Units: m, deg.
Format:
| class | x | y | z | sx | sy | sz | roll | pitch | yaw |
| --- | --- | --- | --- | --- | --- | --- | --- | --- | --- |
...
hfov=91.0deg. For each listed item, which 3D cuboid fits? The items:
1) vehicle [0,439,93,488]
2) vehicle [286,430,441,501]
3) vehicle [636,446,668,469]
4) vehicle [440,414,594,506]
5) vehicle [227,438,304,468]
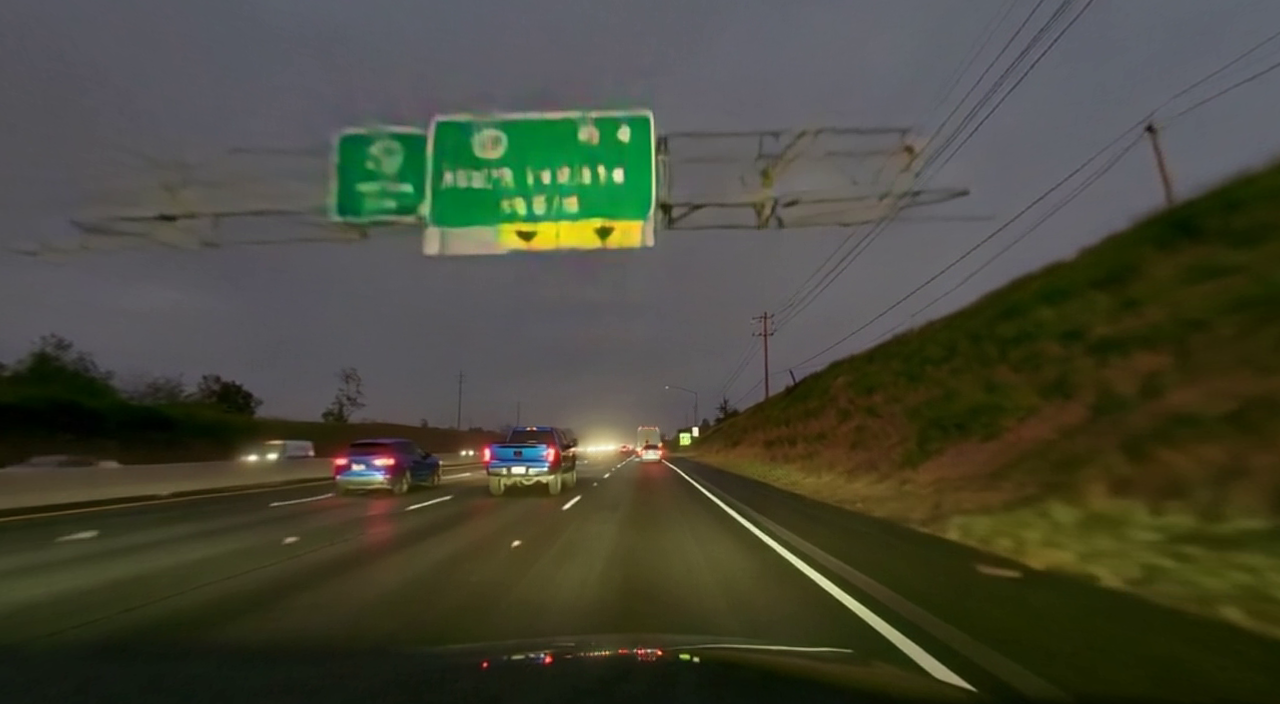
| class | x | y | z | sx | sy | sz | roll | pitch | yaw |
| --- | --- | --- | --- | --- | --- | --- | --- | --- | --- |
| vehicle | -20.451 | 3.624 | 20.590 | 1.656 | 1.485 | 3.729 | 0 | -9 | 1 |
| vehicle | -7.491 | 3.116 | 17.740 | 2.143 | 1.688 | 4.776 | 0 | -9 | 1 |
| vehicle | 0.789 | 7.131 | 42.711 | 2.025 | 1.485 | 4.310 | 0 | -9 | -1 |
| vehicle | -3.030 | 2.928 | 17.510 | 2.972 | 2.087 | 6.126 | 0 | -9 | 1 |
| vehicle | -23.995 | 6.487 | 40.597 | 2.054 | 1.753 | 4.574 | 0 | -9 | 1 |
